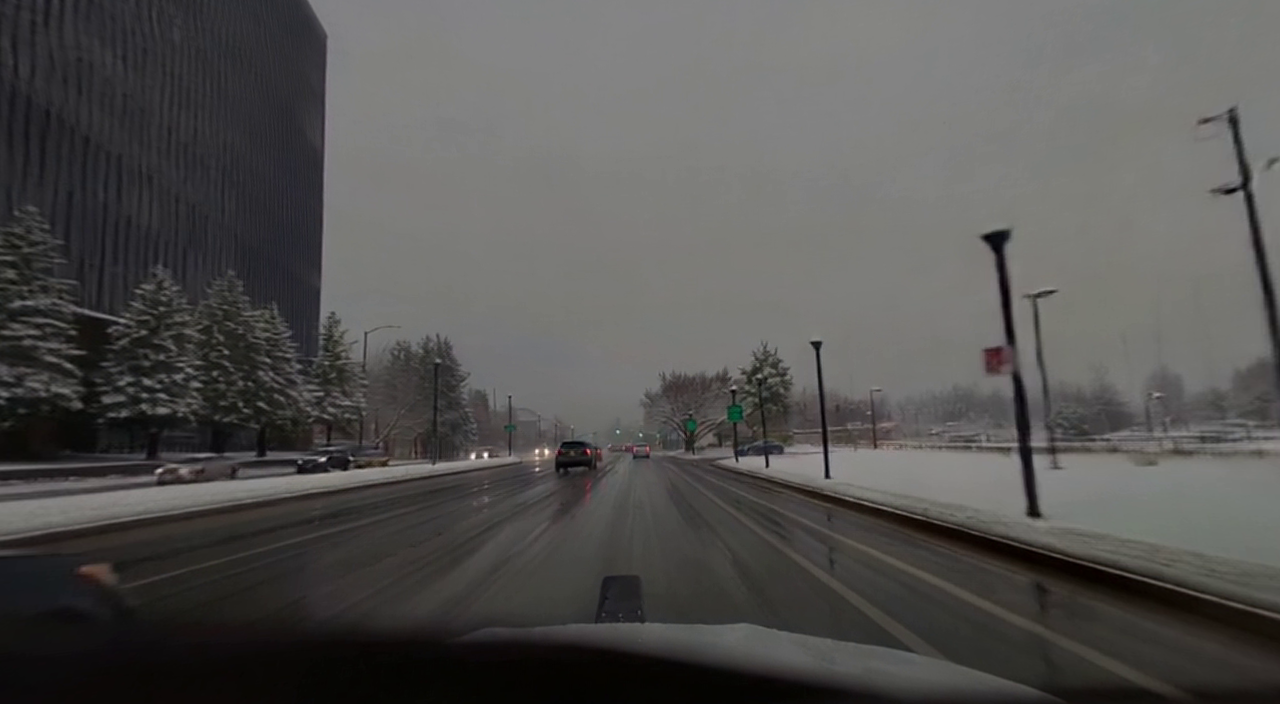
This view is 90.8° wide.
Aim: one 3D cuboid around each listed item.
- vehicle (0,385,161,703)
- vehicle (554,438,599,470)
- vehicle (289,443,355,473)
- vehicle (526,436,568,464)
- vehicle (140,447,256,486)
[{"bbox_3d":[-3.359,0.677,0.907,2.040,1.497,4.193,0,-8,0],"label":"vehicle"},{"bbox_3d":[-3.310,5.369,33.370,1.983,1.545,3.773,0,-8,0],"label":"vehicle"},{"bbox_3d":[-20.163,6.718,40.300,1.910,1.748,4.303,0,-8,0],"label":"vehicle"},{"bbox_3d":[-6.603,7.018,45.391,2.224,1.821,4.711,0,-8,1],"label":"vehicle"},{"bbox_3d":[-20.017,5.176,28.925,1.918,1.601,4.610,0,-8,1],"label":"vehicle"}]
